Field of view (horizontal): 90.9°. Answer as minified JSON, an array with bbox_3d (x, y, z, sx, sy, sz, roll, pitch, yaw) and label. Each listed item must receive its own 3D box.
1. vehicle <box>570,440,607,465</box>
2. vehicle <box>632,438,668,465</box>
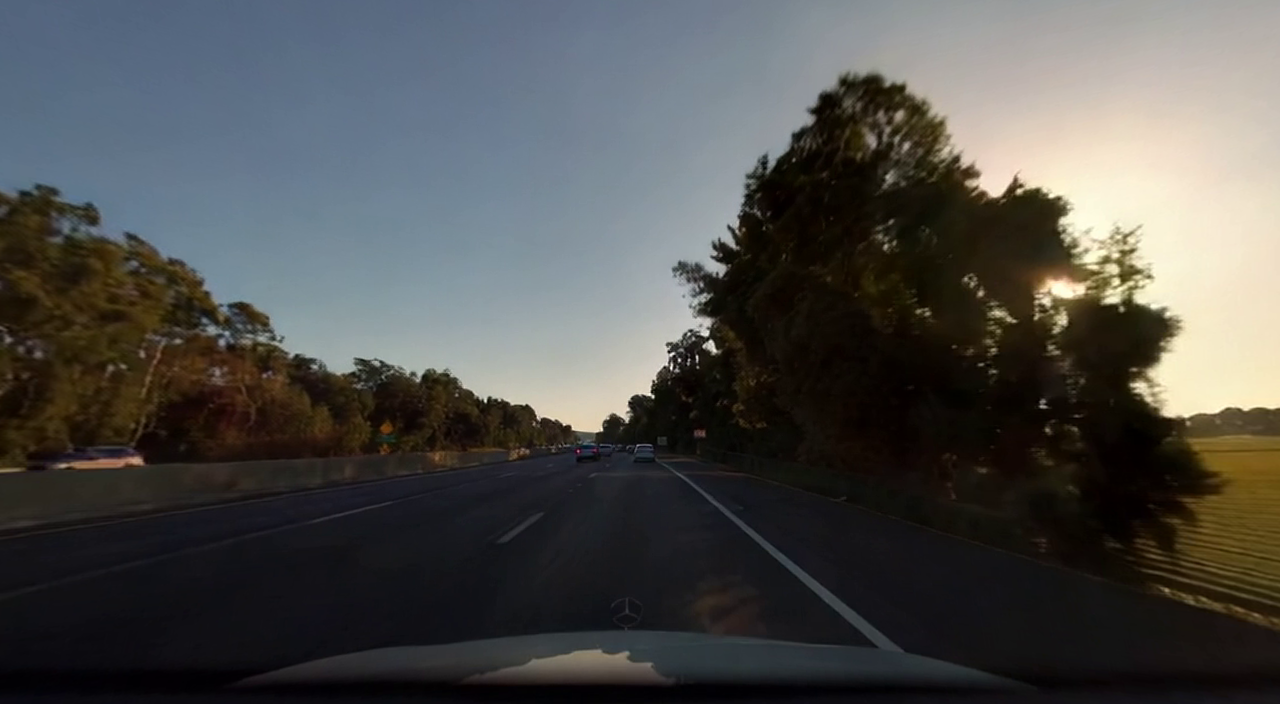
[{"bbox_3d":[-3.475,6.888,43.396,2.028,1.634,4.441,0,-8,1],"label":"vehicle"},{"bbox_3d":[0.639,6.649,42.478,2.259,1.697,4.106,0,-8,0],"label":"vehicle"}]
